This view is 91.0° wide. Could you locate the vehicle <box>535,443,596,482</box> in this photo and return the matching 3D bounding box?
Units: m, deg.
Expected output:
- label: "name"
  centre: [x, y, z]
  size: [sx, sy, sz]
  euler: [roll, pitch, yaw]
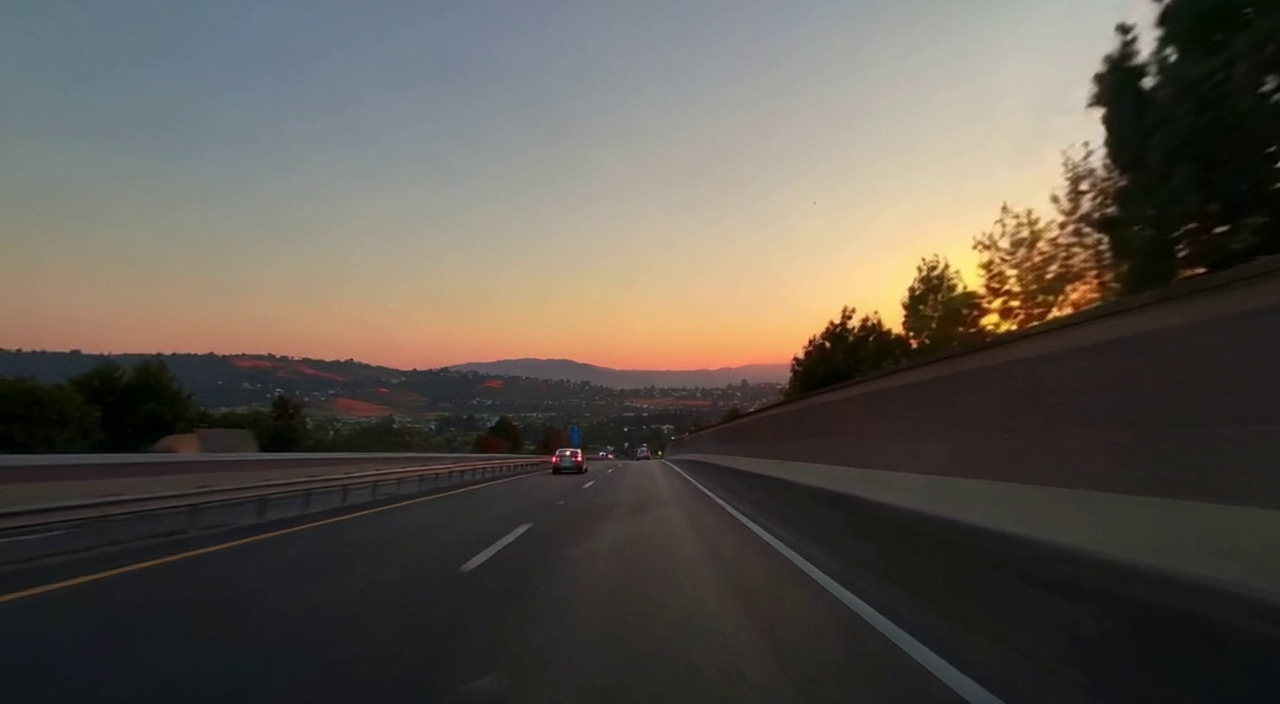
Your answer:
- label: "vehicle"
  centre: [-3.074, 4.639, 26.833]
  size: [2.050, 1.530, 4.144]
  euler: [0, -8, 1]
